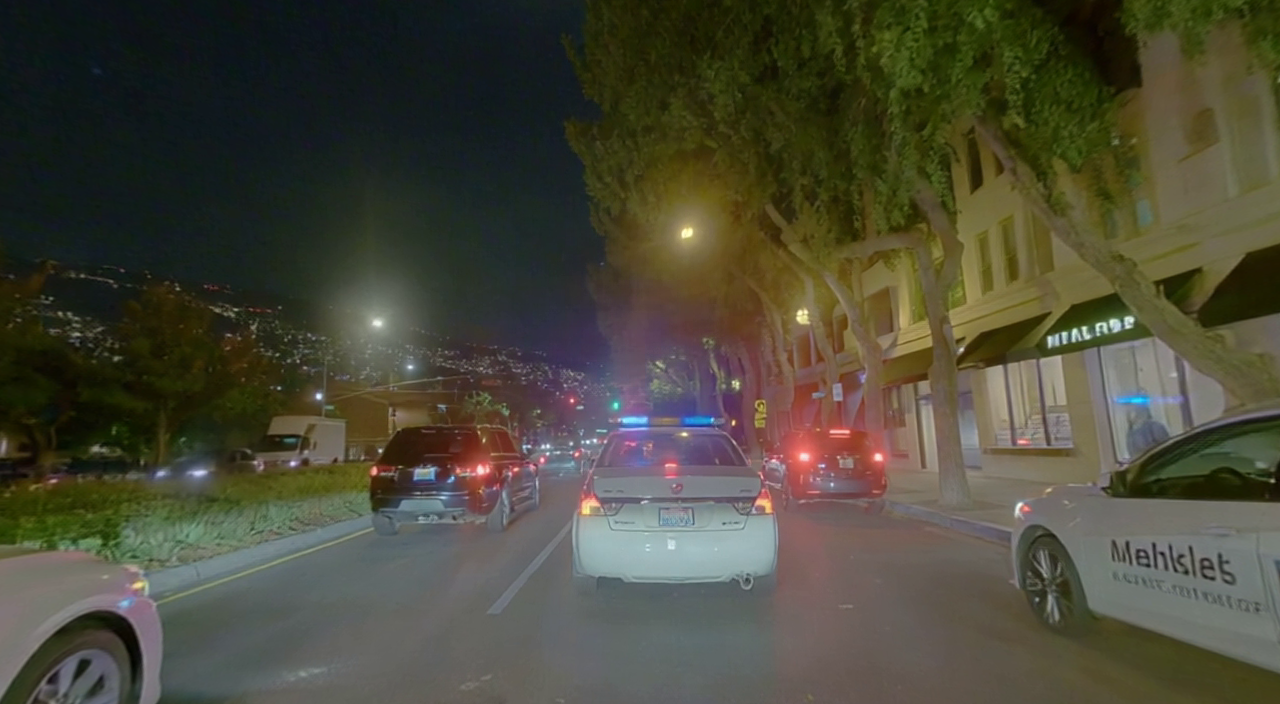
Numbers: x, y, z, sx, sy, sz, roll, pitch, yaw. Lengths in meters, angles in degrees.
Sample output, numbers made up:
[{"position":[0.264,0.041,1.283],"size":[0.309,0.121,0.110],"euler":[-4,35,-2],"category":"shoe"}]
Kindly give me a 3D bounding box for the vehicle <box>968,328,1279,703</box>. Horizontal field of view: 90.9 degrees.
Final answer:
[{"position":[4.067,0.900,3.288],"size":[1.987,1.877,5.330],"euler":[2,-8,2],"category":"vehicle"}]

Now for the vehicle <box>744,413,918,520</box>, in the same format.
[{"position":[4.014,2.545,14.536],"size":[2.038,1.865,5.786],"euler":[3,-9,-2],"category":"vehicle"}]

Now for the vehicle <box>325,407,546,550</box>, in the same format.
[{"position":[-2.957,1.955,10.385],"size":[2.135,1.806,4.514],"euler":[0,-8,-1],"category":"vehicle"}]

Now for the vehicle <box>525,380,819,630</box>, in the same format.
[{"position":[0.219,1.382,6.563],"size":[2.075,1.770,4.018],"euler":[0,-8,0],"category":"vehicle"}]

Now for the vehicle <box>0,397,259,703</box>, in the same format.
[{"position":[-2.892,0.749,1.030],"size":[1.908,1.474,4.257],"euler":[0,-8,-1],"category":"vehicle"}]
